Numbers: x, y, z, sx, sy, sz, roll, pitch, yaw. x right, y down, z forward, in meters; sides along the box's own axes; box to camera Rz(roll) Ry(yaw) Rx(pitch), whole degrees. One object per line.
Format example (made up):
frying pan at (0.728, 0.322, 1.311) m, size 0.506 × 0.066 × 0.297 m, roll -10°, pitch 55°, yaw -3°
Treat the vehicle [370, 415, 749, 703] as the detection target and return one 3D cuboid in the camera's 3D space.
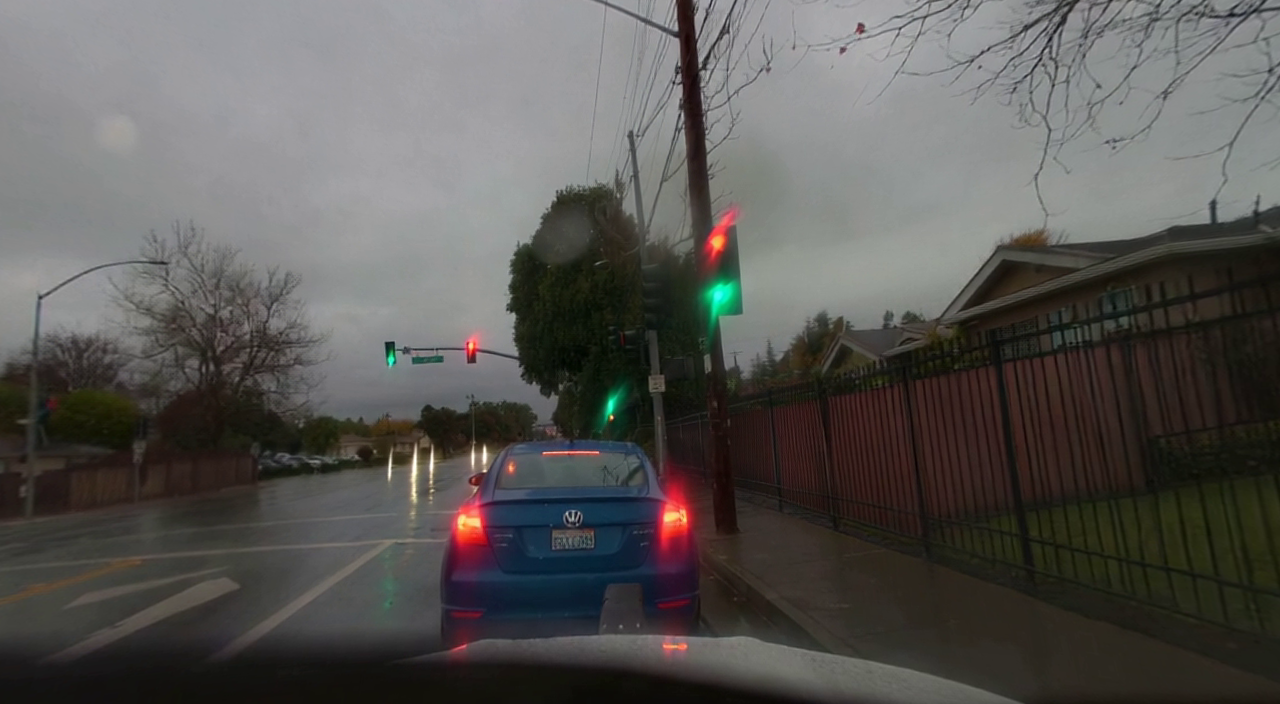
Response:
vehicle at (-0.678, 1.377, 5.315) m, size 2.024 × 1.502 × 3.702 m, roll 1°, pitch -9°, yaw -9°
